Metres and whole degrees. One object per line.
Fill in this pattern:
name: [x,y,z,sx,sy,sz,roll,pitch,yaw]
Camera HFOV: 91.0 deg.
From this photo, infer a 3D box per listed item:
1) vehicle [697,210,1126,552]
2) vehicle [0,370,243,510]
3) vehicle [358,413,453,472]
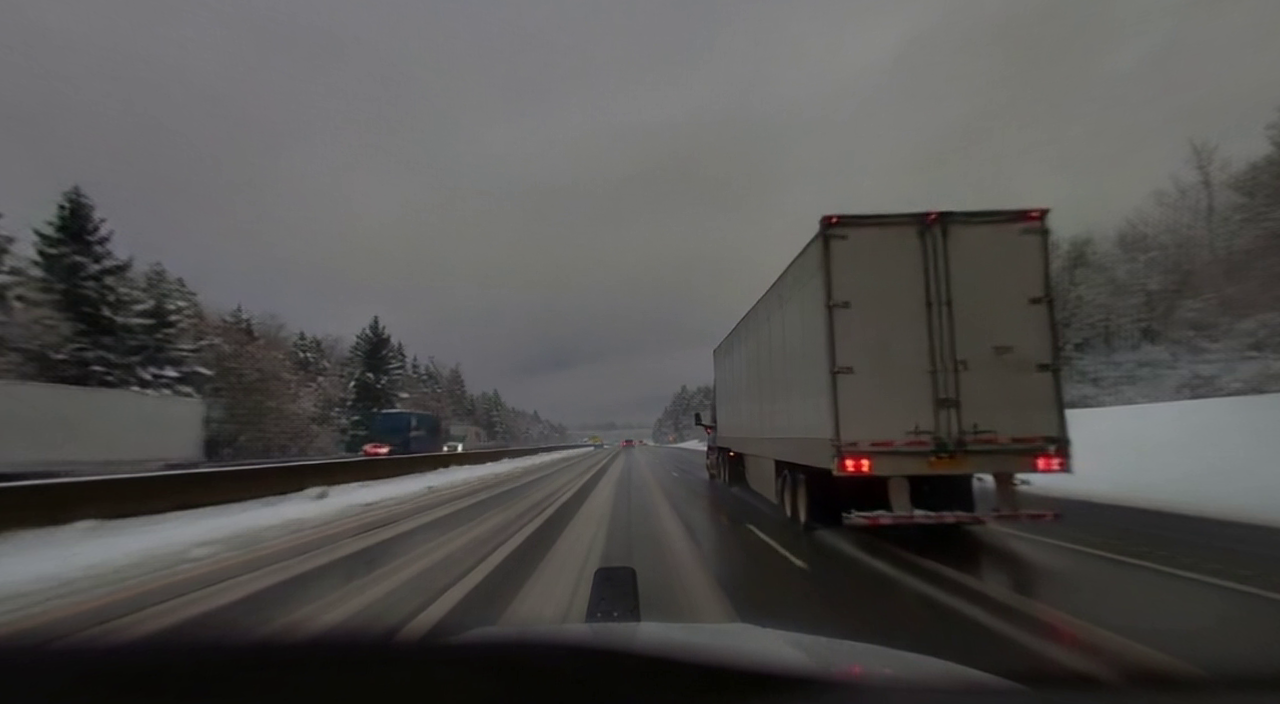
vehicle: [3.905,1.253,14.804,3.489,4.211,14.193,0,-8,-1]
vehicle: [-19.742,3.100,22.059,2.868,3.944,13.594,-1,-8,0]
vehicle: [-15.996,6.265,43.900,3.185,3.633,9.159,0,-8,-1]
